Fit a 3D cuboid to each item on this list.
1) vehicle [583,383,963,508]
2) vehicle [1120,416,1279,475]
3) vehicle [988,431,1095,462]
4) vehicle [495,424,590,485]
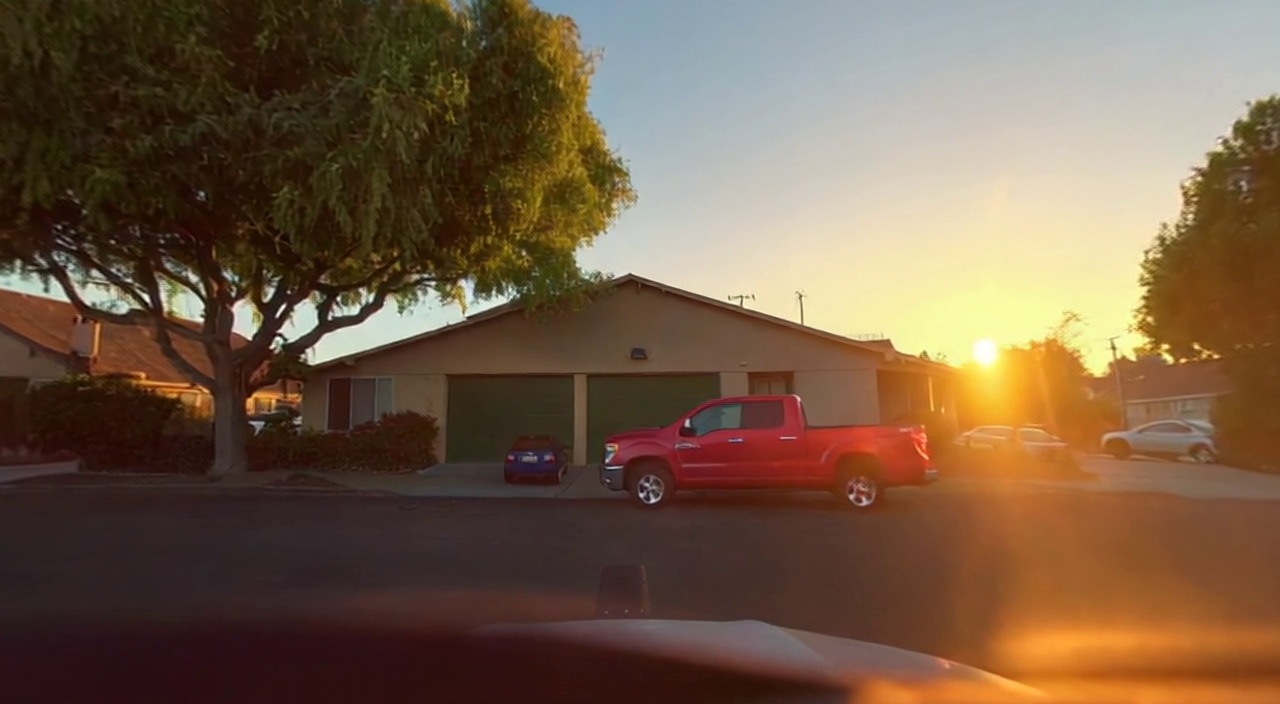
[{"bbox_3d":[2.018,1.578,10.640,5.600,1.835,2.161,-1,-9,6],"label":"vehicle"},{"bbox_3d":[17.789,2.944,19.826,3.770,1.496,1.951,3,-9,7],"label":"vehicle"},{"bbox_3d":[19.284,4.554,30.402,3.897,1.416,1.703,-1,-9,7],"label":"vehicle"},{"bbox_3d":[-2.872,3.076,19.446,1.869,1.460,3.826,-4,-5,6],"label":"vehicle"}]
